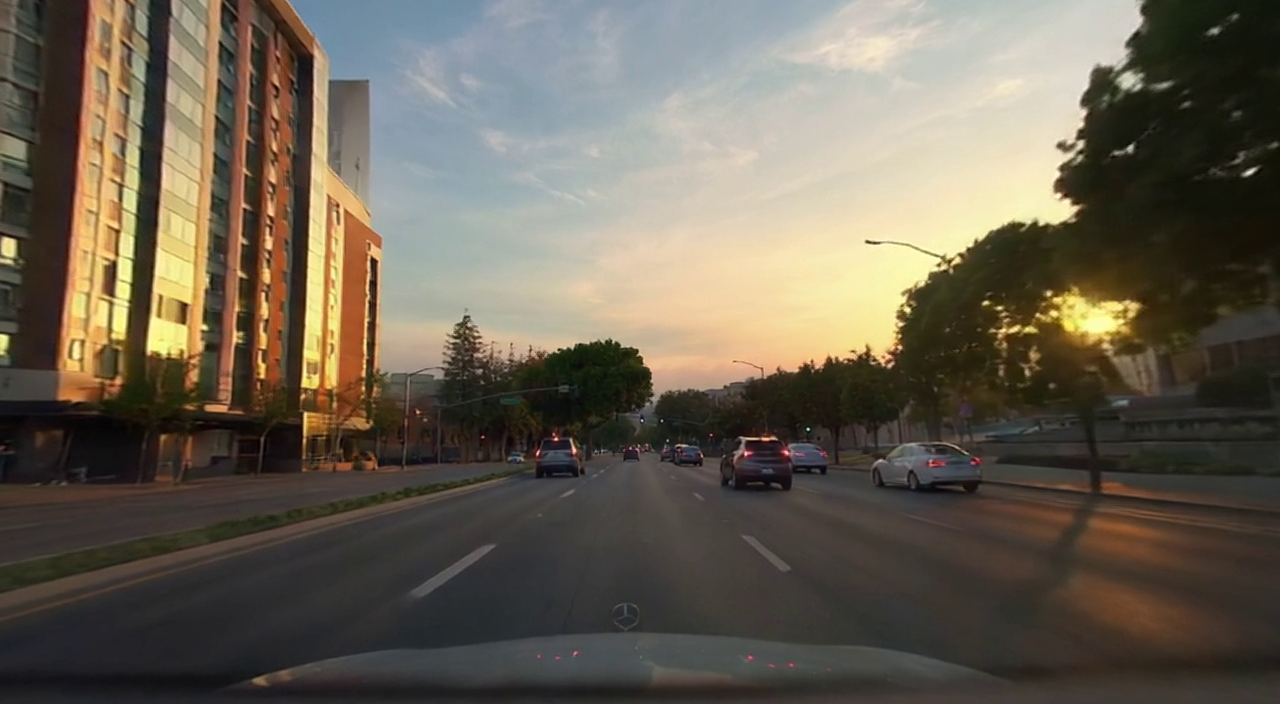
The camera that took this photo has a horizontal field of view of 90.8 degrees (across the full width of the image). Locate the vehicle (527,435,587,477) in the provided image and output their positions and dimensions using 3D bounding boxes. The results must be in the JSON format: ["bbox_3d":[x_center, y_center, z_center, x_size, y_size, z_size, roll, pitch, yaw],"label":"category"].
[{"bbox_3d":[-3.763,4.804,29.366,2.155,1.797,3.989,0,-8,1],"label":"vehicle"}]

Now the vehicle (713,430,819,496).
[{"bbox_3d":[3.629,3.315,19.209,2.152,1.742,4.704,0,-8,-1],"label":"vehicle"}]

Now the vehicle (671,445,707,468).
[{"bbox_3d":[3.342,7.202,43.843,2.054,1.473,4.511,0,-8,-2],"label":"vehicle"}]

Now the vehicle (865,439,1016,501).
[{"bbox_3d":[8.241,3.254,17.934,1.944,1.503,4.723,0,-8,0],"label":"vehicle"}]
